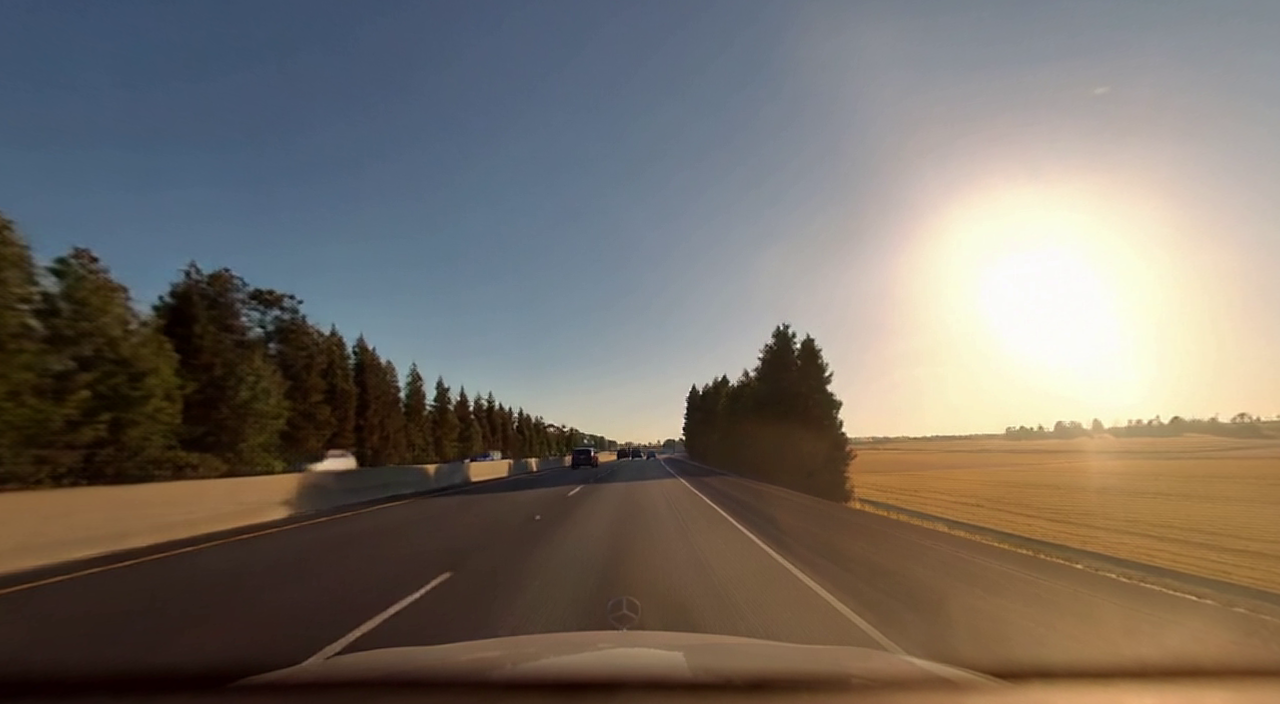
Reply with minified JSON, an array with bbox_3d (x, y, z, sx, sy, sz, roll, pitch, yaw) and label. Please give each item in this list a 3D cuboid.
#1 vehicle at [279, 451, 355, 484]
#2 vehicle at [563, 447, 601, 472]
[{"bbox_3d":[-15.998,5.692,31.431,1.722,1.482,3.797,0,-9,1],"label":"vehicle"},{"bbox_3d":[-4.100,7.709,45.582,2.188,1.692,4.623,0,-9,2],"label":"vehicle"}]
